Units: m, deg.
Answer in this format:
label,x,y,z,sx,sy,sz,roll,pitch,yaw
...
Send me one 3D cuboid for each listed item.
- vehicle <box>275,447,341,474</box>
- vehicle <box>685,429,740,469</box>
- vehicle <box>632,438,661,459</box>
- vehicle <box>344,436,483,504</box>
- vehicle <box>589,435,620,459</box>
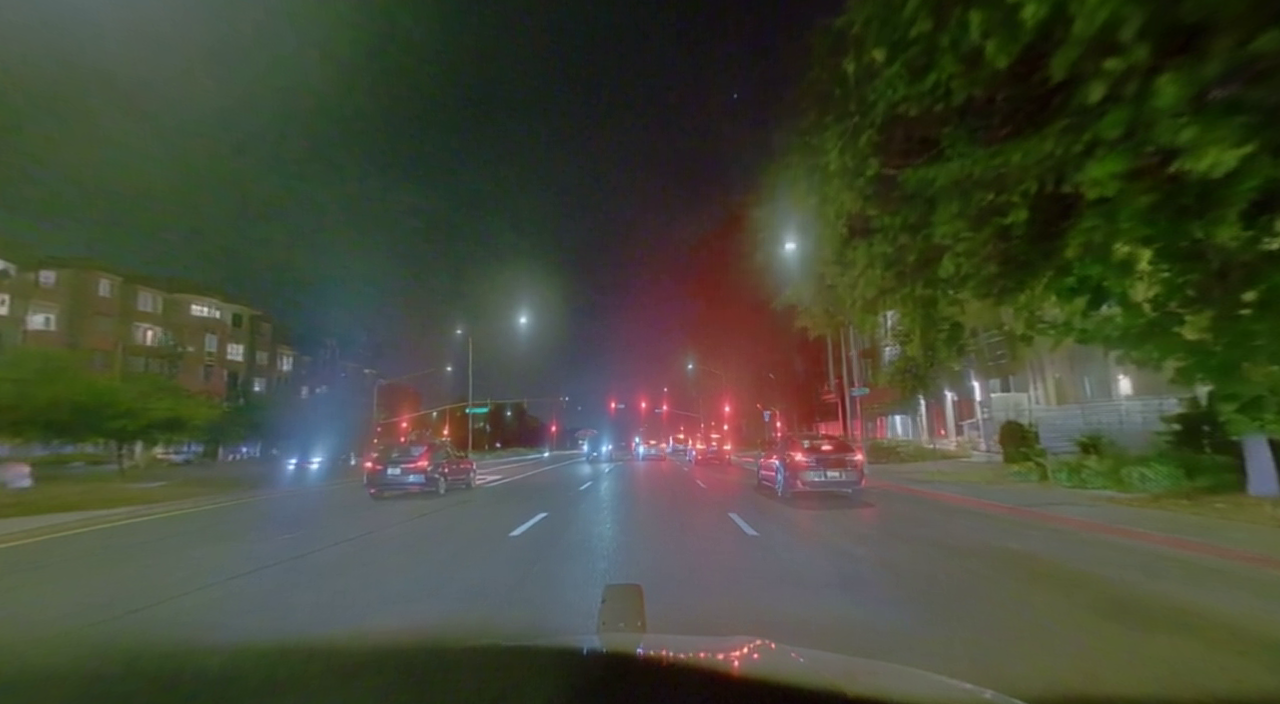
label,x,y,z,sx,sy,sz,roll,pitch,yaw
vehicle,-19.614,6.390,37.238,1.717,1.486,4.238,0,-8,-2
vehicle,3.504,4.810,31.375,2.141,1.833,4.704,0,-8,-1
vehicle,0.486,6.956,45.422,2.021,1.461,3.862,0,-8,1
vehicle,-5.537,2.926,16.086,1.926,1.465,4.620,0,-8,-1
vehicle,-2.662,7.152,47.500,1.912,1.703,4.261,0,-8,2
